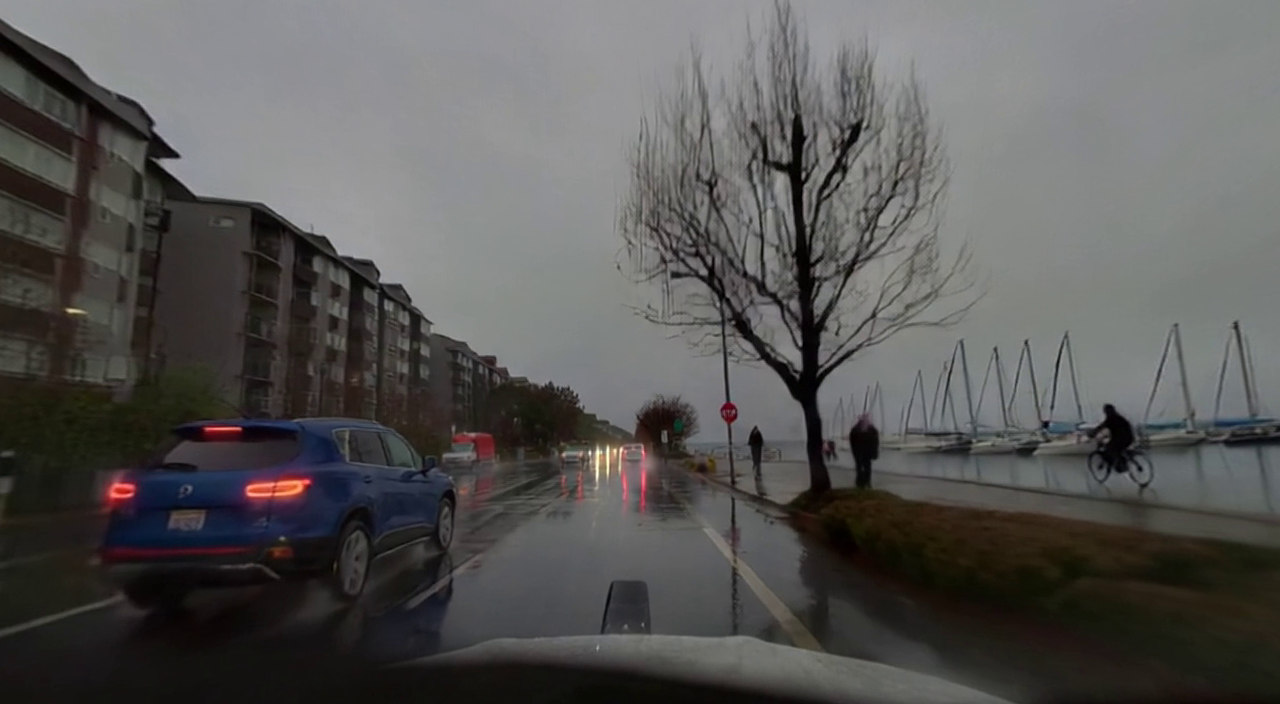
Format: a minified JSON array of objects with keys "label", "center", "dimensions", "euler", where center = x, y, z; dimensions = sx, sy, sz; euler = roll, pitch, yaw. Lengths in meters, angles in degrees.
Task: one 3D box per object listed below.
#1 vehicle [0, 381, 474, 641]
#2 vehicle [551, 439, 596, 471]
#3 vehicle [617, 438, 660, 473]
[{"label":"vehicle","center":[-3.494,1.481,6.863],"dimensions":[2.082,1.817,4.724],"euler":[0,-9,0]},{"label":"vehicle","center":[-3.714,5.834,35.767],"dimensions":[2.056,1.680,4.205],"euler":[0,-9,1]},{"label":"vehicle","center":[-0.069,5.263,32.055],"dimensions":[2.057,1.624,3.726],"euler":[0,-9,0]}]
